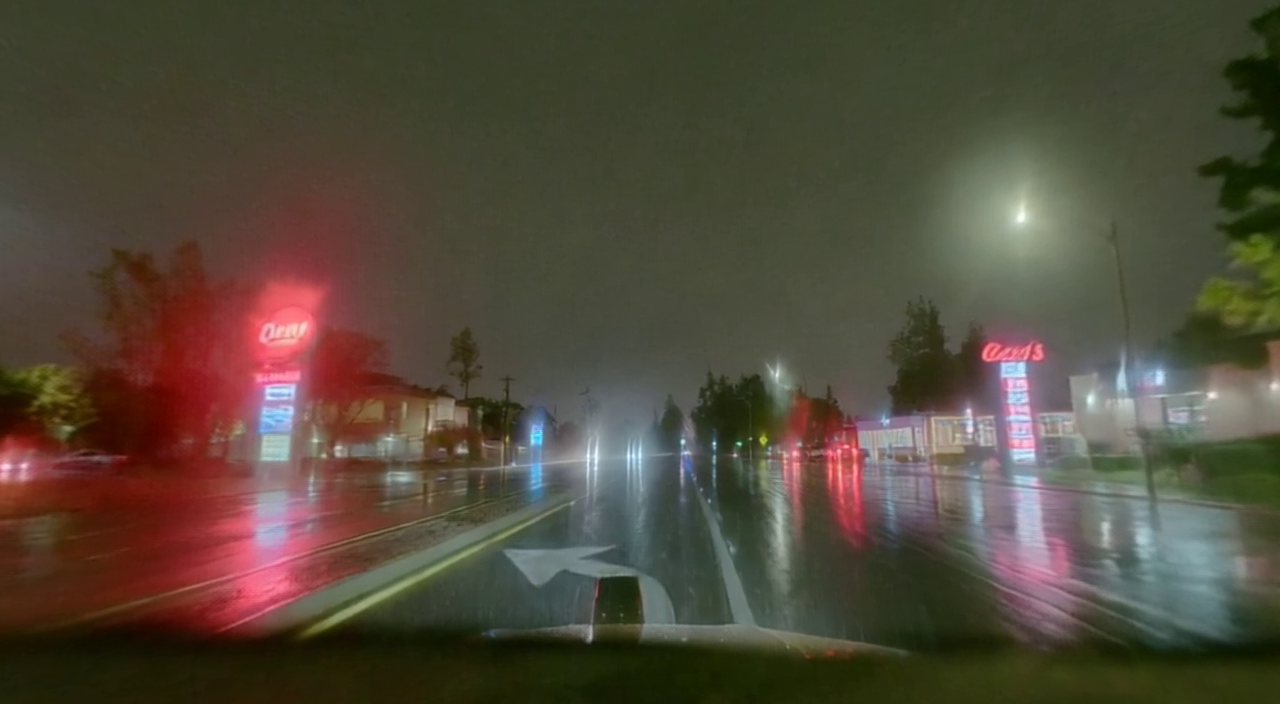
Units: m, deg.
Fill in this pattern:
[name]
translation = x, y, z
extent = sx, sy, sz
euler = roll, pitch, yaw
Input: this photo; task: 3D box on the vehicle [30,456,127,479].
[vehicle]
translation = -41.999, 8.655, 47.390
extent = 4.996, 1.563, 1.862
euler = 3, -9, -18
